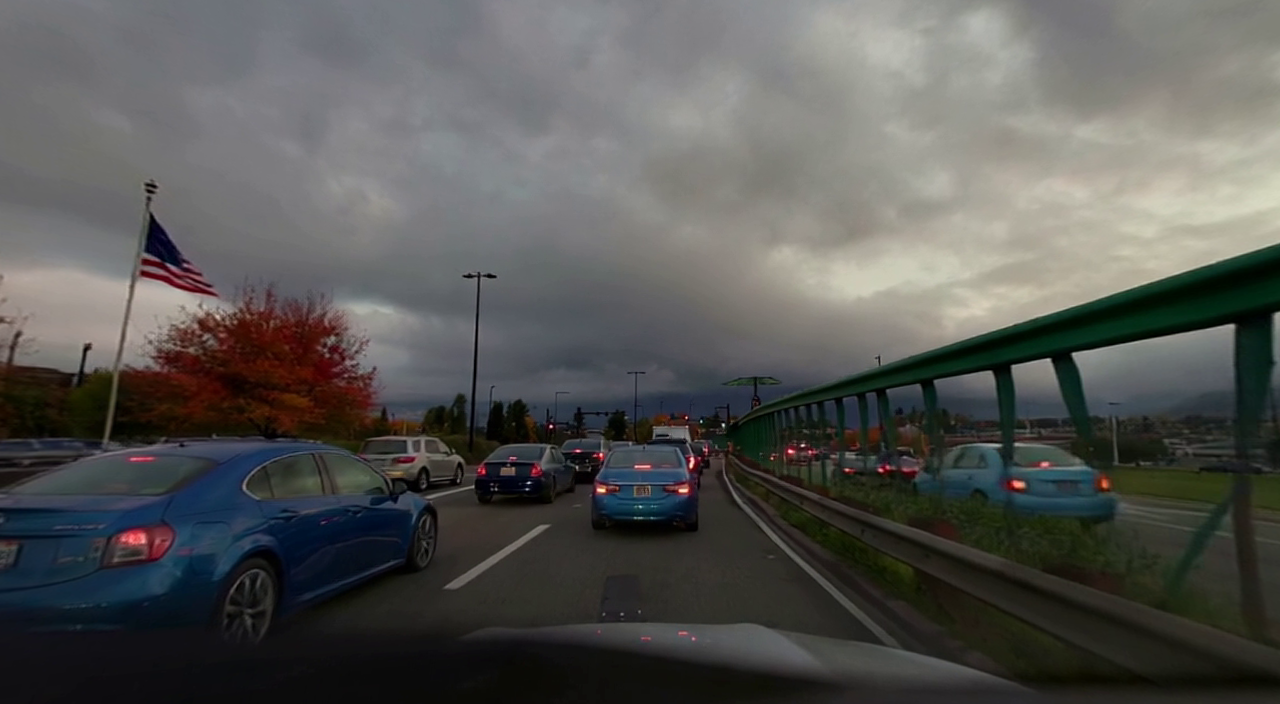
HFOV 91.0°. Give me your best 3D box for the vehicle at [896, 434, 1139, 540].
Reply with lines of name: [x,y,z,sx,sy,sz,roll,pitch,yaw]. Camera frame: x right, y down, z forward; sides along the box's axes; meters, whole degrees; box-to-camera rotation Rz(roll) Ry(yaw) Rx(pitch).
vehicle: [6.844,2.461,12.194,2.011,1.610,4.568,0,-9,2]

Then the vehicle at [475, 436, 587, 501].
vehicle: [-2.853,3.178,17.632,1.974,1.549,4.603,0,-9,5]

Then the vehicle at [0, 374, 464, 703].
vehicle: [-3.118,1.235,5.001,1.988,1.635,4.260,0,-9,3]

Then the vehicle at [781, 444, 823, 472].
vehicle: [9.678,6.357,37.888,1.944,1.544,4.301,-1,-9,8]

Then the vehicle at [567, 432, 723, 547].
vehicle: [0.204,2.173,10.658,2.090,1.506,4.276,0,-9,4]

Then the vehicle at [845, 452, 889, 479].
vehicle: [14.072,7.025,39.211,1.749,1.481,3.808,-1,-9,8]
